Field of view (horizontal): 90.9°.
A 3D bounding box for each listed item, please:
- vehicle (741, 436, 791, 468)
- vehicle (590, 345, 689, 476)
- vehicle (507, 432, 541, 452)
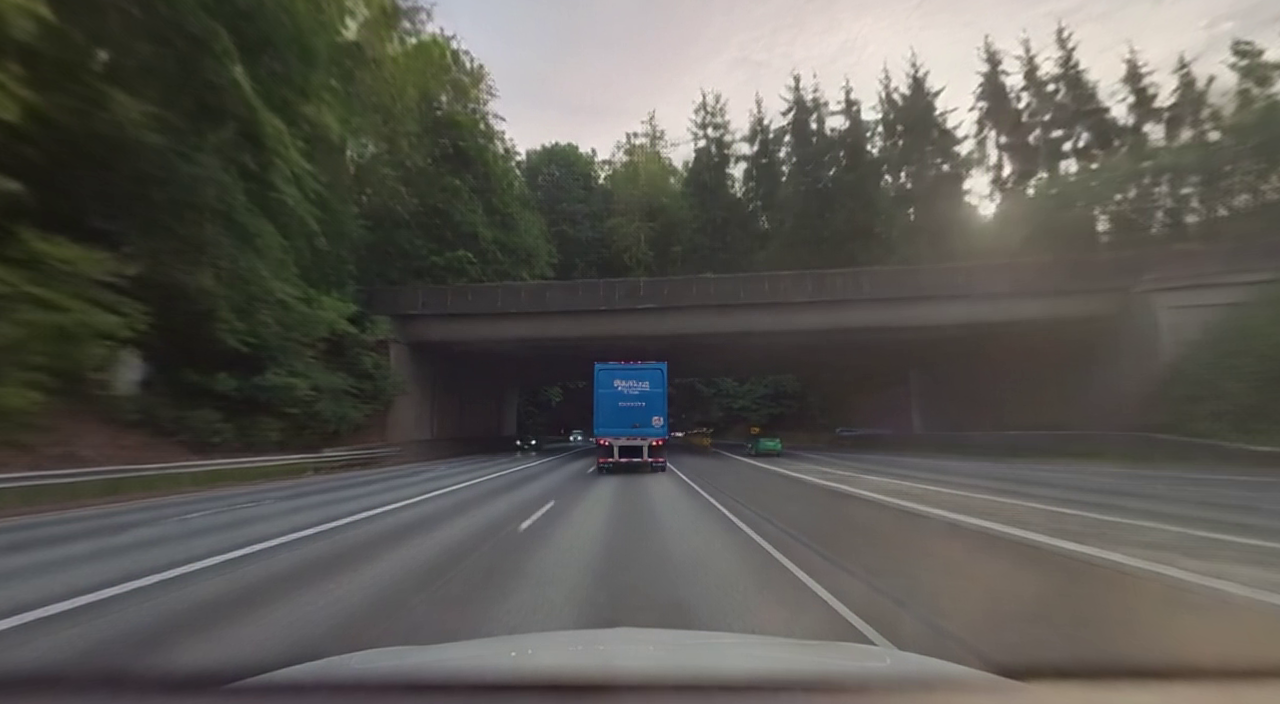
[{"bbox_3d":[7.447,5.922,37.599,2.050,1.637,4.397,3,-7,0],"label":"vehicle"},{"bbox_3d":[-0.247,2.369,23.667,2.895,3.861,10.213,0,-8,-3],"label":"vehicle"},{"bbox_3d":[-9.114,7.069,49.630,1.955,1.453,3.855,0,-8,0],"label":"vehicle"}]
